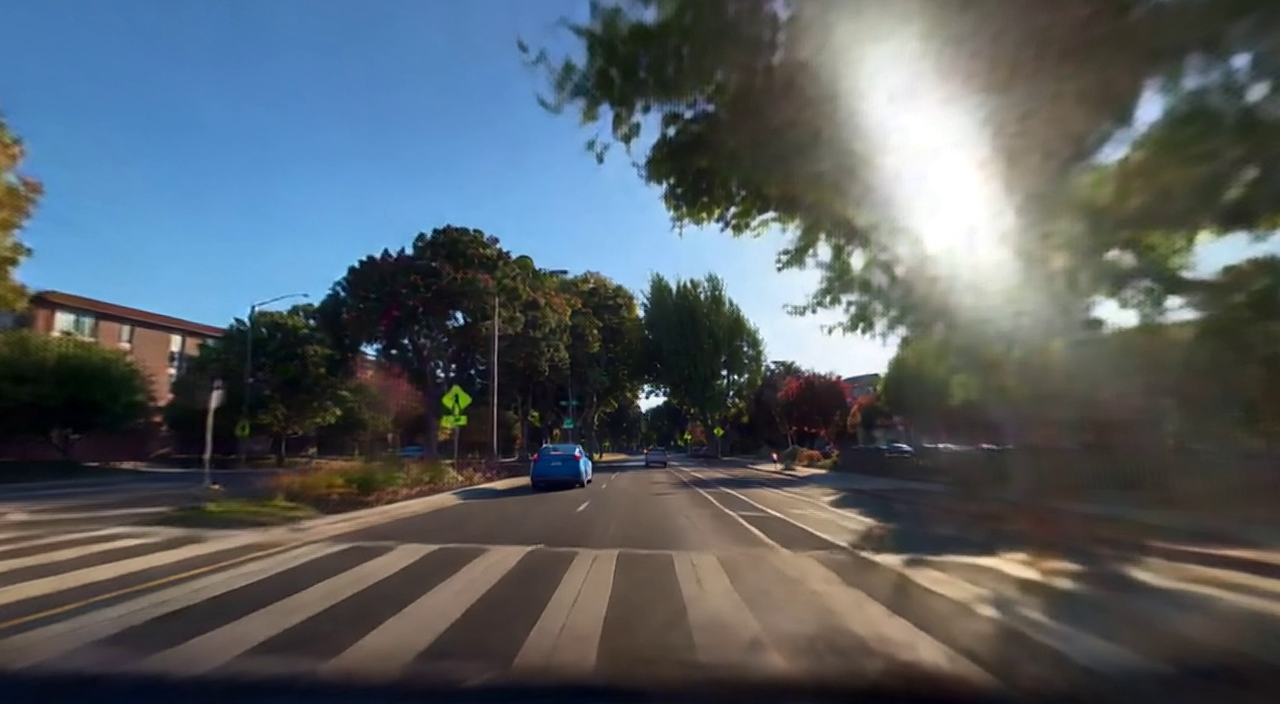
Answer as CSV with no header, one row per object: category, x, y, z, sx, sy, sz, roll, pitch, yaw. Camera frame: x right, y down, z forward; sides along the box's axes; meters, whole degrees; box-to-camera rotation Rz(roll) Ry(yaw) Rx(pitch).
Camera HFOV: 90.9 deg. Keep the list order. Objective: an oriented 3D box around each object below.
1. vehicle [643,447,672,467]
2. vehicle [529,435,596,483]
vehicle,1.308,7.946,47.821,2.075,1.480,3.920,0,-9,0
vehicle,-3.128,4.409,26.331,2.150,1.812,4.423,0,-9,1
